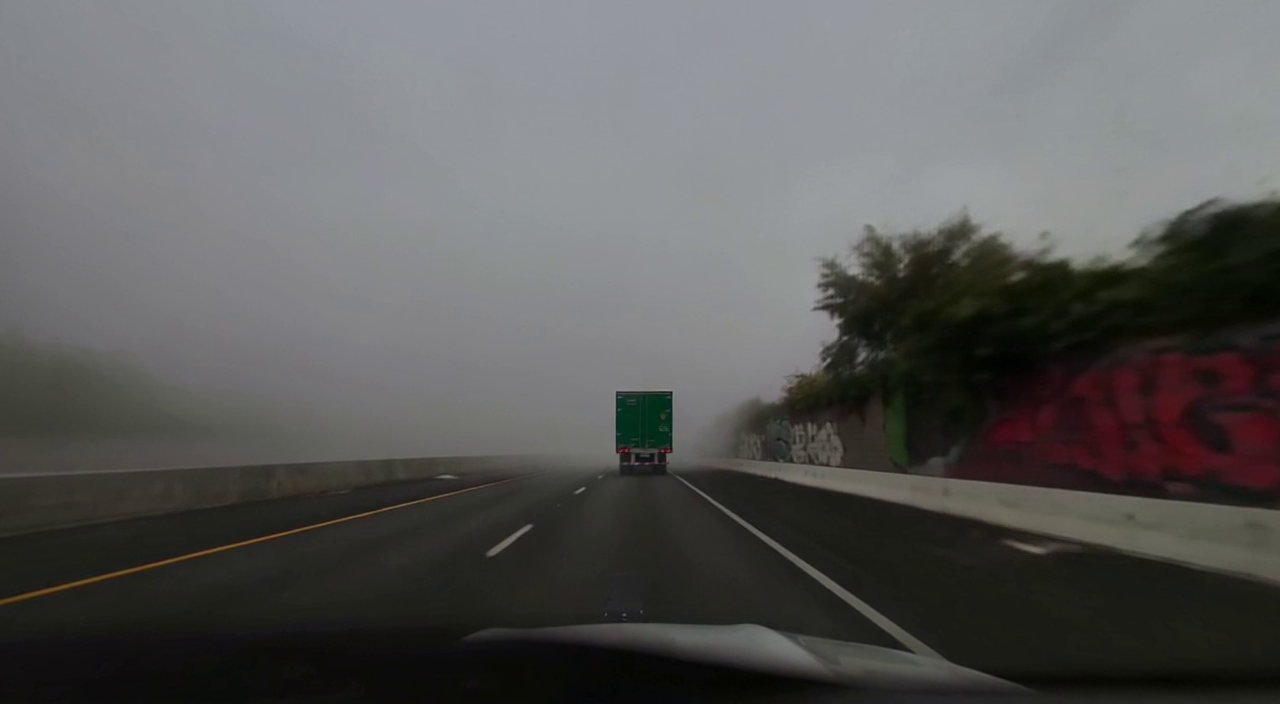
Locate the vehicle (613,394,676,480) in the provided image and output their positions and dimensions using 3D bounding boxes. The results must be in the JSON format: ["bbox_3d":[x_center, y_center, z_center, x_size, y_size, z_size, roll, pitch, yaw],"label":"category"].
[{"bbox_3d":[0.117,4.756,34.524,2.900,3.955,10.151,0,-9,-1],"label":"vehicle"}]
